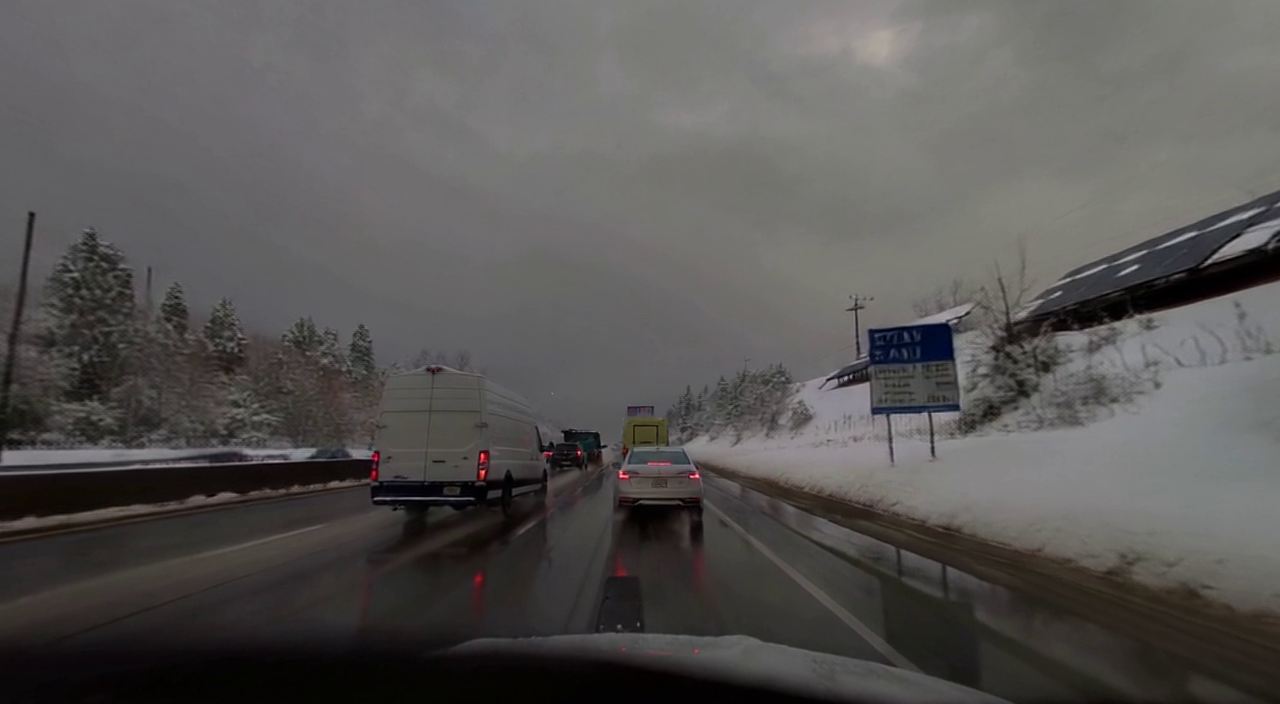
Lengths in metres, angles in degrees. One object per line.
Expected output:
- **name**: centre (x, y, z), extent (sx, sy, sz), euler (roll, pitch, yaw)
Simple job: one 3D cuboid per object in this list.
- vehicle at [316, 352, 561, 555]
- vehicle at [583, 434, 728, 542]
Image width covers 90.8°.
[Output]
- **vehicle**: centre (-3.166, 1.887, 12.028), extent (2.289, 2.757, 6.726), euler (0, -9, 1)
- **vehicle**: centre (0.200, 2.218, 10.809), extent (2.063, 1.507, 3.488), euler (0, -9, 0)
